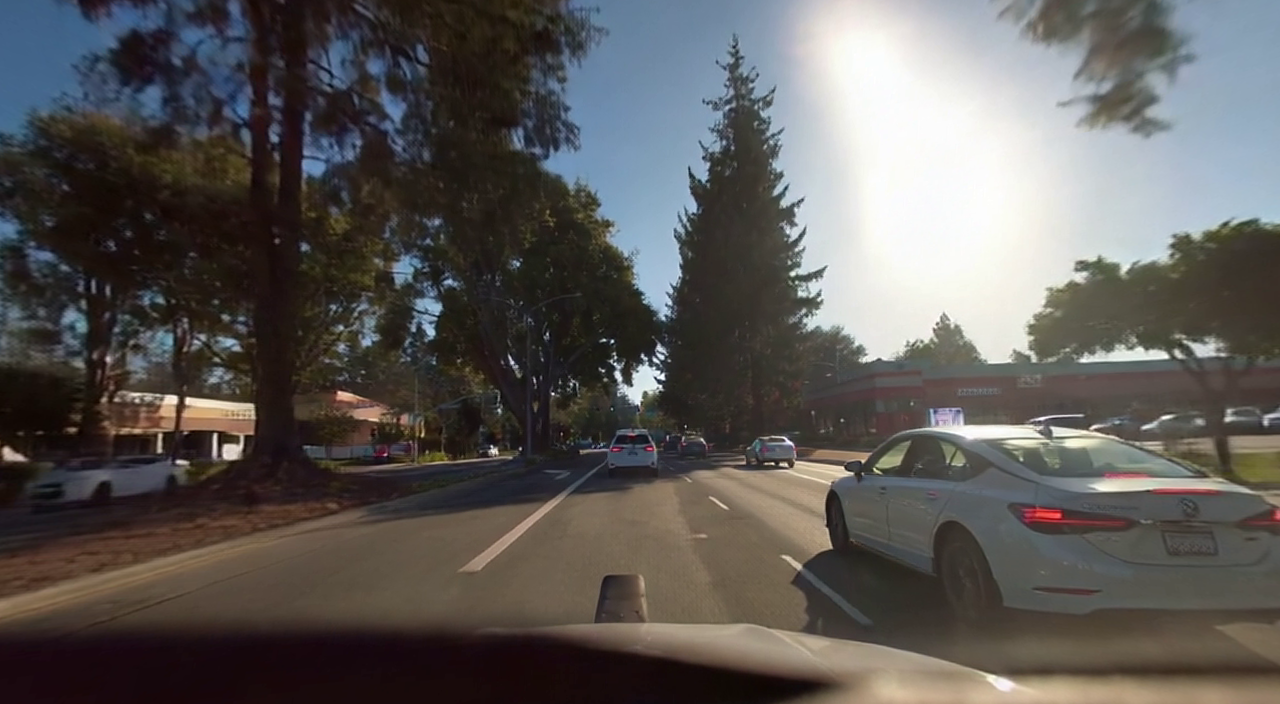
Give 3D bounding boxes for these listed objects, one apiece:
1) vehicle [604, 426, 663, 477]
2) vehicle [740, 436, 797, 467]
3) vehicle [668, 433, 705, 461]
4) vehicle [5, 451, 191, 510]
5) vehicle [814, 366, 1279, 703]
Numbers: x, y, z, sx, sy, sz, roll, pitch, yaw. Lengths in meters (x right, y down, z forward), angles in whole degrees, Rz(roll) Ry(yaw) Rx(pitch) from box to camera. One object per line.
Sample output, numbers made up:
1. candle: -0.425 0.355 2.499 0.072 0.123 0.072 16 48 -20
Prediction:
1. vehicle: -0.250 3.873 24.723 2.106 1.798 4.168 0 -8 -1
2. vehicle: 6.321 4.960 31.576 1.883 1.452 4.258 0 -8 -1
3. vehicle: 3.056 6.323 42.215 2.000 1.745 4.206 0 -8 -2
4. vehicle: -17.110 4.018 20.354 1.984 1.492 4.677 -4 -8 -1
5. vehicle: 3.208 1.216 5.246 2.153 1.658 4.485 0 -8 -1
